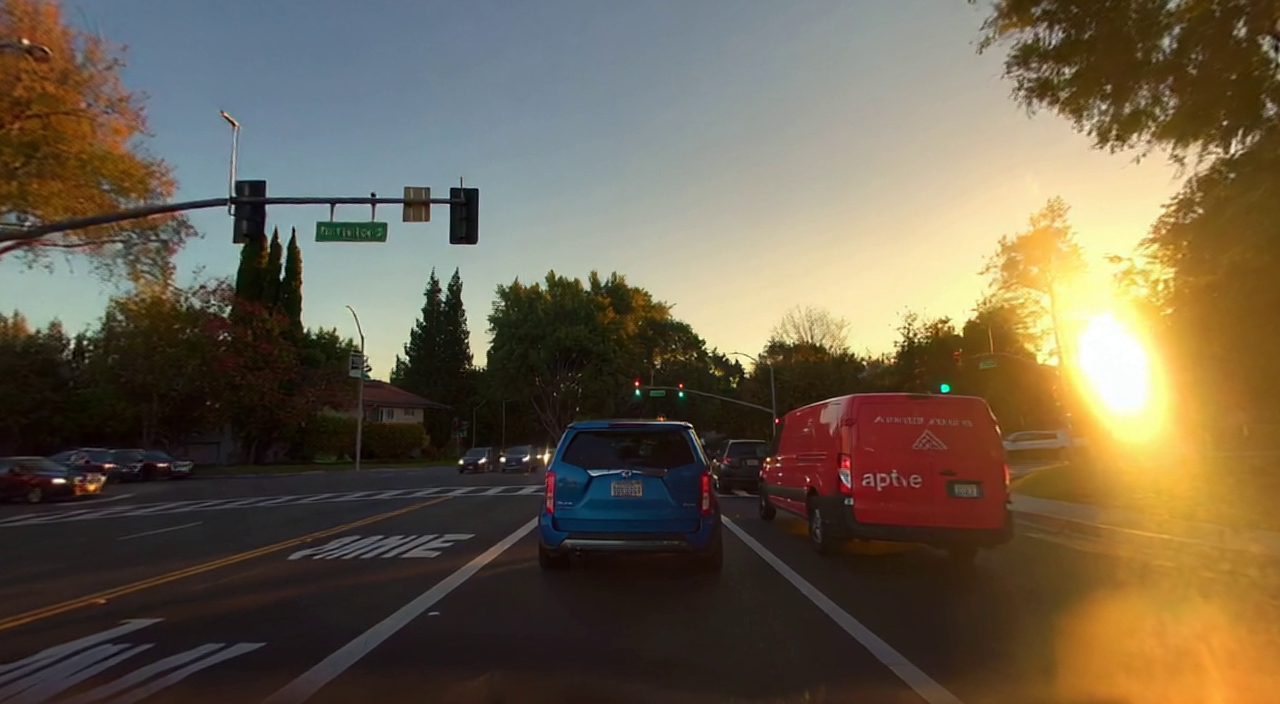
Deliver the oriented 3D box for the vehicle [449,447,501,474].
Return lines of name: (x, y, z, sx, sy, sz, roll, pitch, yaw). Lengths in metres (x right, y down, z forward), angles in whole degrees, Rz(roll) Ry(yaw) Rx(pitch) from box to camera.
vehicle: (-10.015, 6.587, 38.407, 1.881, 1.515, 4.262, 0, -9, 2)

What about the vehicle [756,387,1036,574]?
vehicle: (3.048, 1.648, 8.699, 2.059, 1.924, 4.257, 0, -9, 0)

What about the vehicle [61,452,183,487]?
vehicle: (-25.256, 5.723, 30.753, 4.073, 1.603, 1.920, 1, -9, -8)

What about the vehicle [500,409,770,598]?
vehicle: (-0.038, 1.639, 7.675, 2.321, 1.624, 4.367, 0, -9, 0)
